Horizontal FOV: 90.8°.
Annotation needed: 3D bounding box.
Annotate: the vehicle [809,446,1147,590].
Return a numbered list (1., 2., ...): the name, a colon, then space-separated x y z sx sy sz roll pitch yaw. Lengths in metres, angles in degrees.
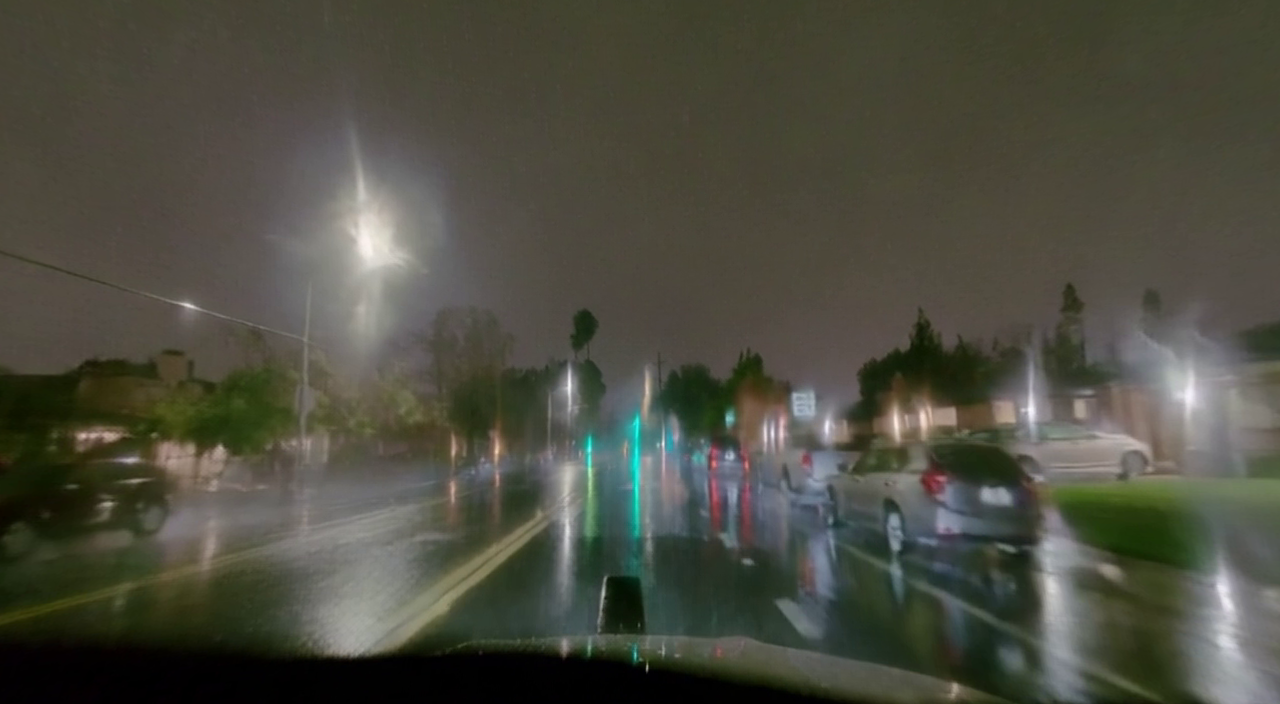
1. vehicle: 4.126 2.070 8.979 2.087 1.454 4.914 0 -8 0

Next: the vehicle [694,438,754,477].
1. vehicle: 4.132 5.291 31.883 2.254 1.812 4.817 0 -8 -1

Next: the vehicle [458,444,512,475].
1. vehicle: -10.745 7.524 44.302 2.338 1.871 5.795 -3 -9 0

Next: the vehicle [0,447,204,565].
1. vehicle: -10.765 2.667 11.433 2.093 1.767 5.120 -1 -9 0

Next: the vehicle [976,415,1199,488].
1. vehicle: 11.947 2.697 17.153 4.415 1.705 1.914 -3 -9 4
